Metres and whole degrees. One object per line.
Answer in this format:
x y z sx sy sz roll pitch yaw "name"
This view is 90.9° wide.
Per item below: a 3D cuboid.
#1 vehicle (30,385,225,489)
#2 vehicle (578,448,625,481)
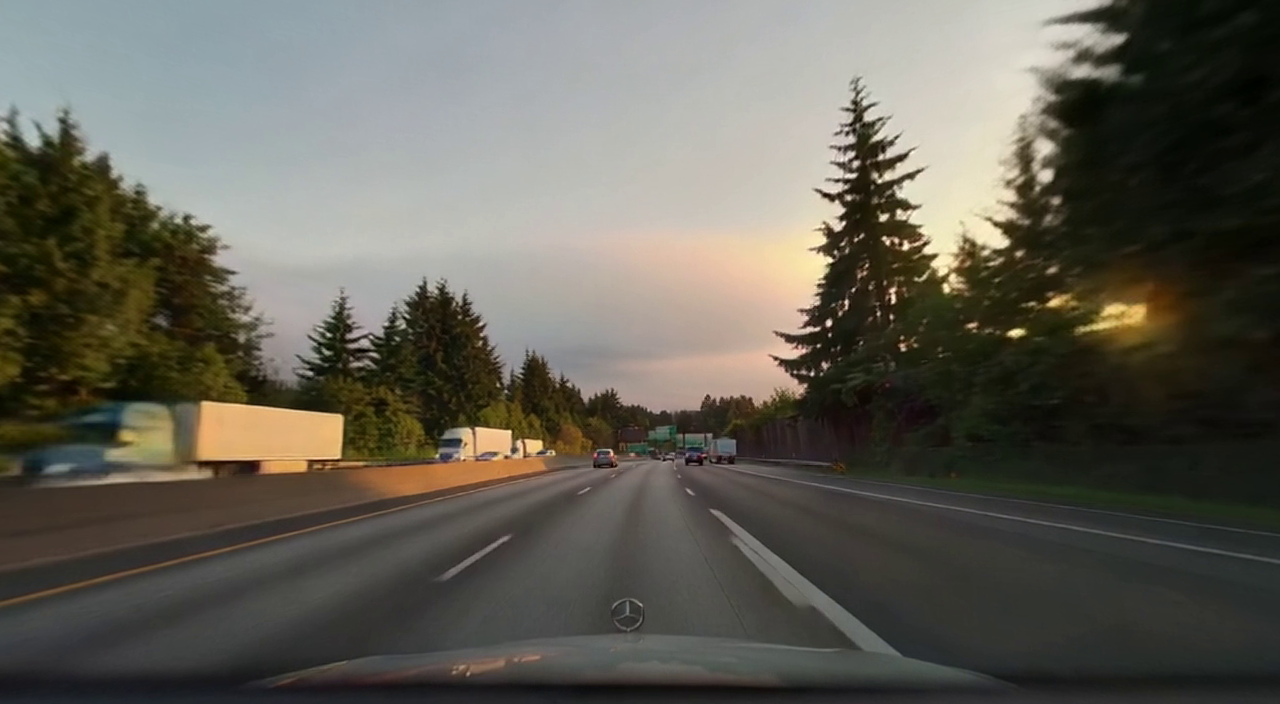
-21.866 3.767 27.505 2.968 3.964 6.130 -1 -9 2 "vehicle"
-1.855 5.663 31.958 2.035 1.513 4.272 -1 -9 1 "vehicle"
